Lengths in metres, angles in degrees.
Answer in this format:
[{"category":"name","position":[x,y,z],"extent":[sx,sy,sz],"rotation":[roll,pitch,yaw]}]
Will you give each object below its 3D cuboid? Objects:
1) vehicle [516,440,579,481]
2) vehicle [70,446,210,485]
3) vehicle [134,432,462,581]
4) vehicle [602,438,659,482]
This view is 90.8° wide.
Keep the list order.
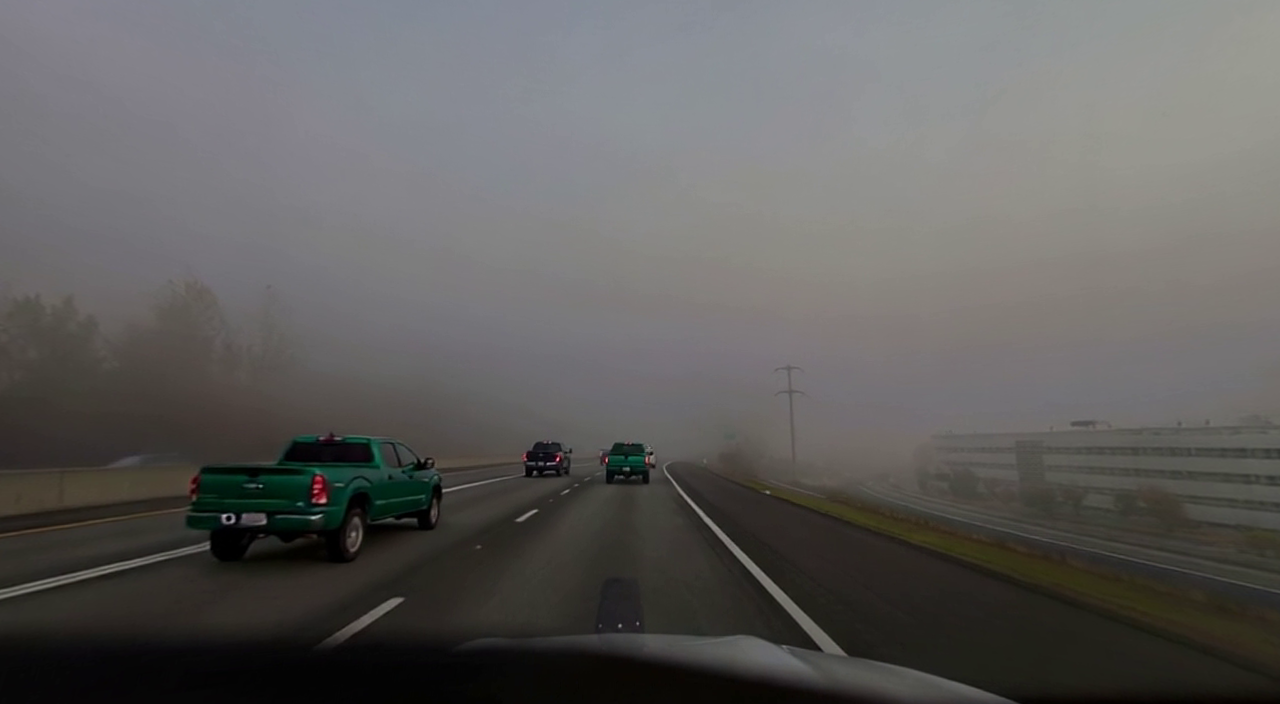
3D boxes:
[{"category":"vehicle","position":[-4.192,5.027,29.659],"extent":[2.038,1.704,5.181],"rotation":[0,-8,2]},{"category":"vehicle","position":[-21.043,4.757,26.912],"extent":[1.960,1.475,4.762],"rotation":[0,-8,1]},{"category":"vehicle","position":[-4.069,1.880,8.600],"extent":[1.936,1.470,4.402],"rotation":[0,-8,1]},{"category":"vehicle","position":[-0.313,4.707,27.810],"extent":[2.293,1.753,4.380],"rotation":[0,-8,2]}]
